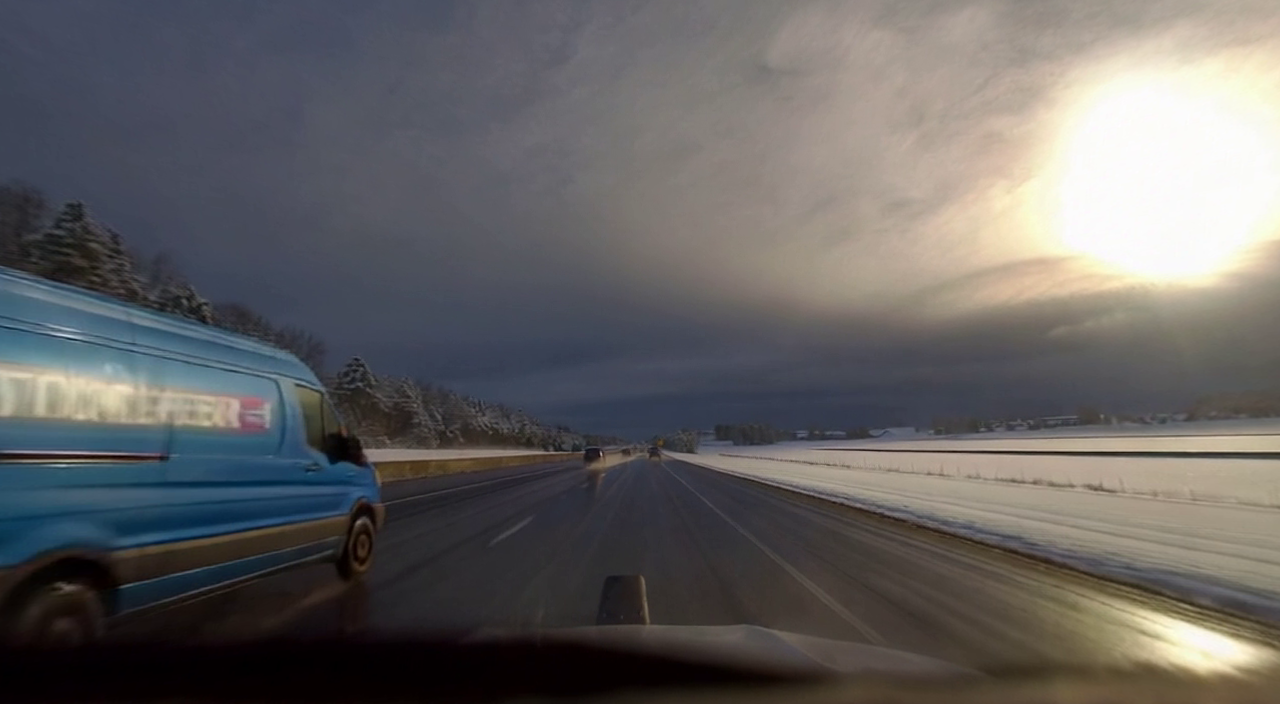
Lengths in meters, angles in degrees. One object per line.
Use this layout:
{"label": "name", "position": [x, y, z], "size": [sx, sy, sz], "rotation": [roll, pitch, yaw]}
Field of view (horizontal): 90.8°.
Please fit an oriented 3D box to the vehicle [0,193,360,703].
{"label": "vehicle", "position": [-3.746, 0.626, 2.968], "size": [2.360, 2.367, 5.223], "rotation": [0, -9, 1]}
